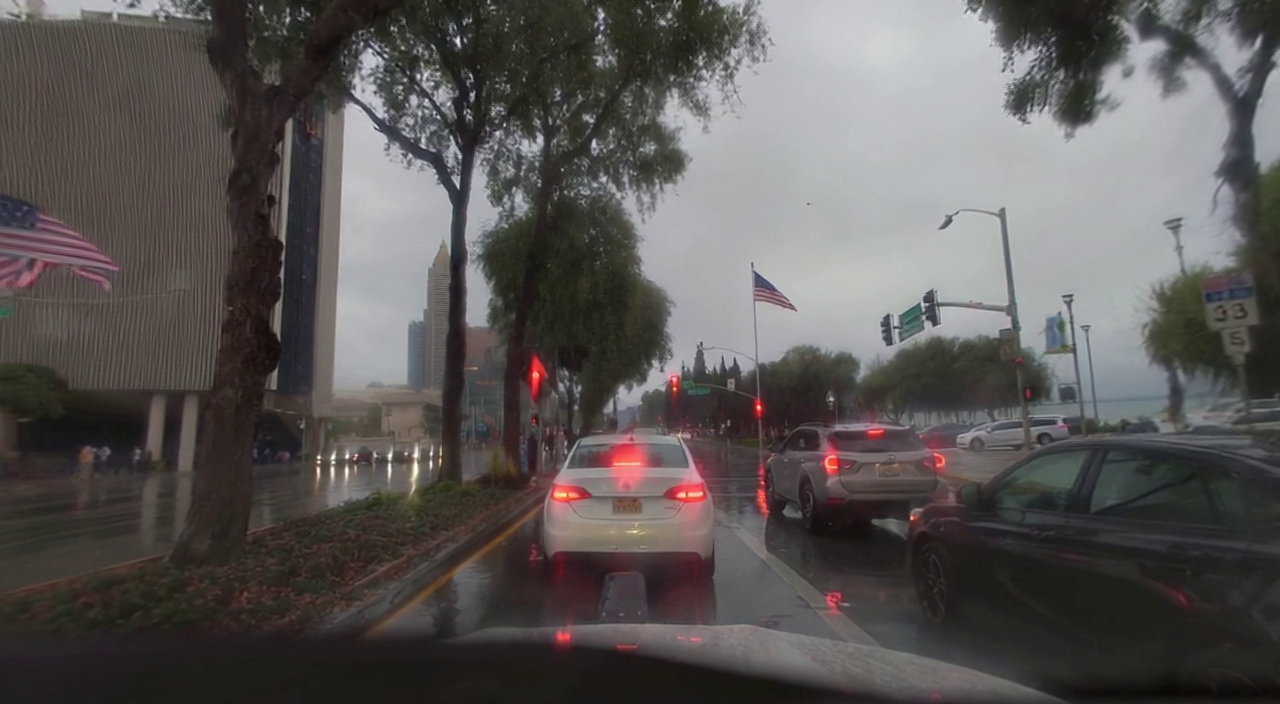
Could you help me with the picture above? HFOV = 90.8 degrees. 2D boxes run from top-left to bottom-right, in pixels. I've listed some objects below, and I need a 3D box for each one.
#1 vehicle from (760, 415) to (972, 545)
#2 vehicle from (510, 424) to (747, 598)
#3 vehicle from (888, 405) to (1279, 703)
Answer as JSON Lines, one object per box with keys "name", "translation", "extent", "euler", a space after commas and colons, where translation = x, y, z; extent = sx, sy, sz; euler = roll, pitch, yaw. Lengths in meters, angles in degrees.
{"name": "vehicle", "translation": [3.509, 2.084, 10.935], "extent": [1.978, 1.738, 4.599], "euler": [0, -8, 1]}
{"name": "vehicle", "translation": [-0.108, 1.699, 7.558], "extent": [2.096, 1.521, 3.747], "euler": [0, -8, 0]}
{"name": "vehicle", "translation": [3.380, 1.177, 4.007], "extent": [1.833, 1.465, 4.258], "euler": [0, -8, -1]}
